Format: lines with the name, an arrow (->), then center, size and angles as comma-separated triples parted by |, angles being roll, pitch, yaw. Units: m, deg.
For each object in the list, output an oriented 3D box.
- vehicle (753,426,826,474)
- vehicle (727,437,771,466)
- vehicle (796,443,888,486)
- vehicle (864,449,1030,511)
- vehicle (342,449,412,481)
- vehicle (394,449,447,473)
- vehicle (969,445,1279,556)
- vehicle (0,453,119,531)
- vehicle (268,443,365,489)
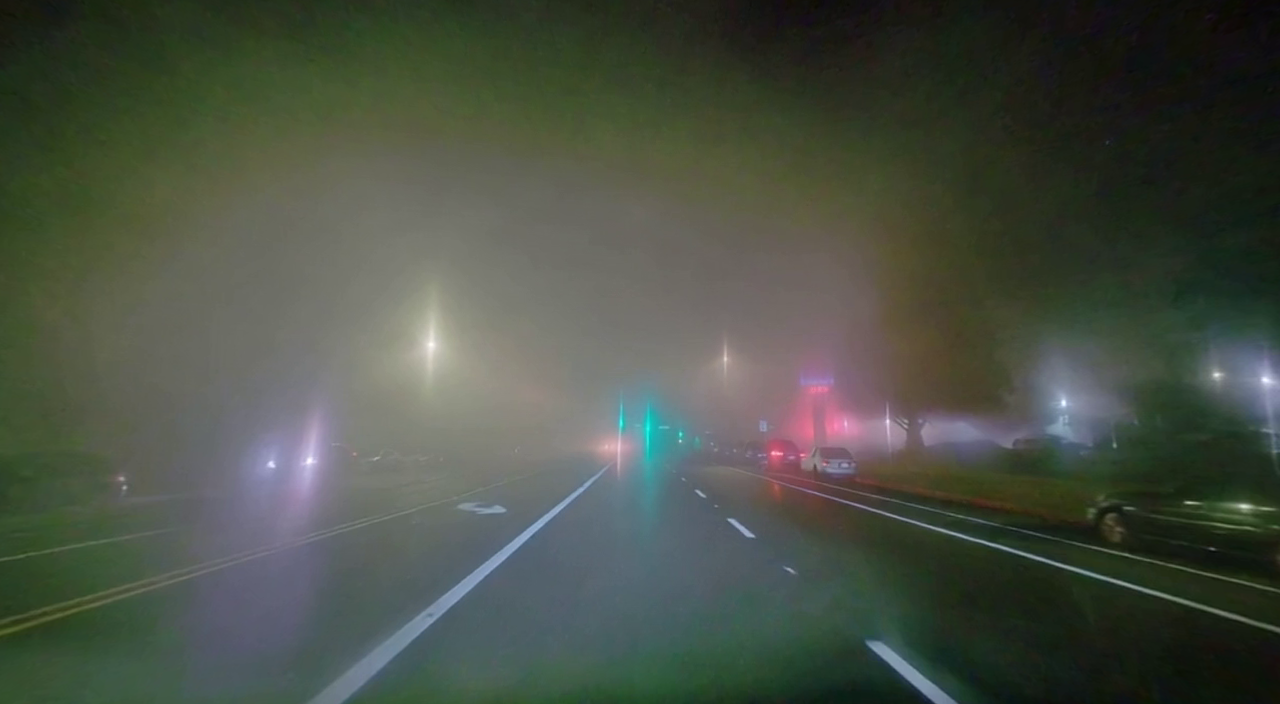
vehicle -> 7.827, 5.257, 33.629 | 2.327, 2.296, 5.692 | 0, -9, -2
vehicle -> 7.784, 7.158, 45.438 | 2.092, 1.887, 5.632 | 0, -9, -1
vehicle -> 8.006, 4.487, 25.433 | 1.992, 1.499, 4.715 | -1, -9, -2
vehicle -> 7.802, 3.274, 16.663 | 1.811, 1.361, 4.852 | 0, -9, -2
vehicle -> -14.441, 6.193, 34.898 | 1.836, 1.448, 4.941 | -1, -7, -1
vehicle -> -14.452, 7.162, 41.663 | 1.880, 1.488, 4.483 | 0, -9, 1
vehicle -> 7.953, 2.397, 11.011 | 1.902, 1.499, 4.492 | 0, -8, -1
vehicle -> -14.392, 3.048, 13.845 | 1.829, 1.594, 4.627 | 0, -9, 0
vehicle -> -14.471, 5.082, 28.514 | 2.002, 1.765, 4.775 | -3, -8, -2
